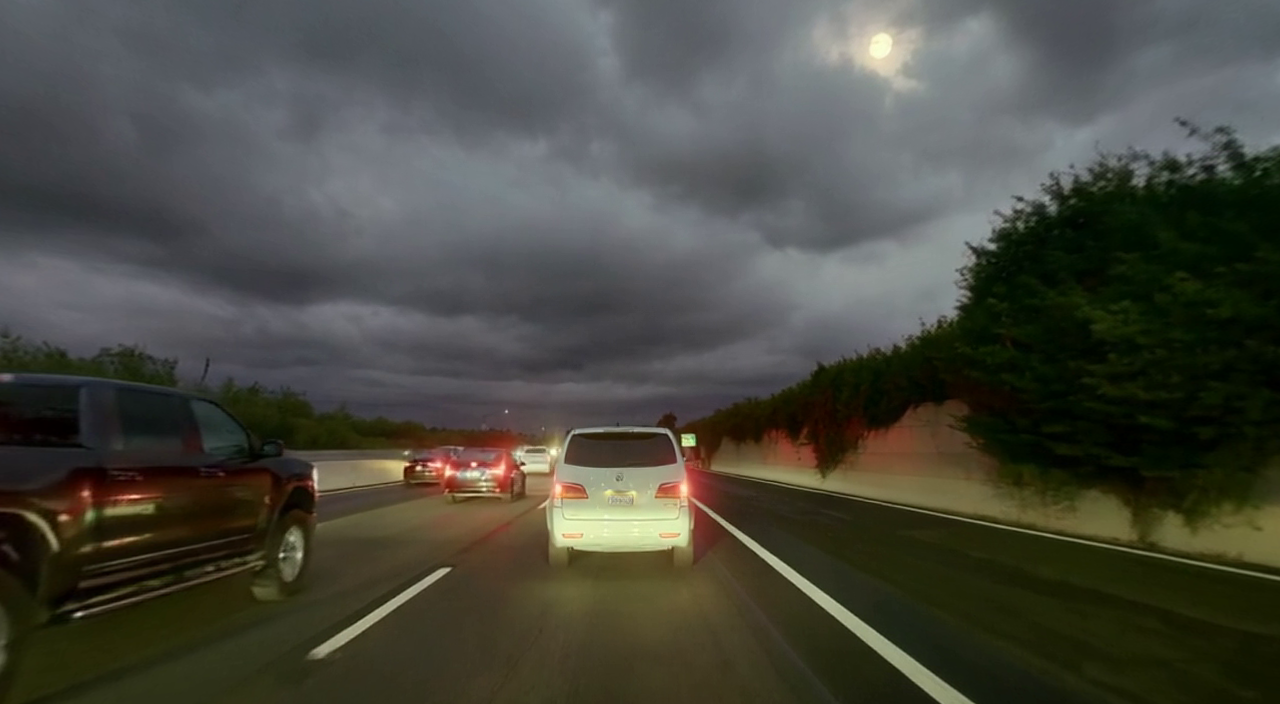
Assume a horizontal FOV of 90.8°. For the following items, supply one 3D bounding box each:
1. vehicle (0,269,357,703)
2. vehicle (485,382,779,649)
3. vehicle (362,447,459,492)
[{"bbox_3d":[-3.939,0.894,4.014,2.055,2.144,4.782,0,-9,0],"label":"vehicle"},{"bbox_3d":[-0.089,1.369,6.081,1.995,1.798,3.380,0,-9,-1],"label":"vehicle"},{"bbox_3d":[-8.265,4.255,23.230,1.874,1.470,4.576,0,-9,0],"label":"vehicle"}]
